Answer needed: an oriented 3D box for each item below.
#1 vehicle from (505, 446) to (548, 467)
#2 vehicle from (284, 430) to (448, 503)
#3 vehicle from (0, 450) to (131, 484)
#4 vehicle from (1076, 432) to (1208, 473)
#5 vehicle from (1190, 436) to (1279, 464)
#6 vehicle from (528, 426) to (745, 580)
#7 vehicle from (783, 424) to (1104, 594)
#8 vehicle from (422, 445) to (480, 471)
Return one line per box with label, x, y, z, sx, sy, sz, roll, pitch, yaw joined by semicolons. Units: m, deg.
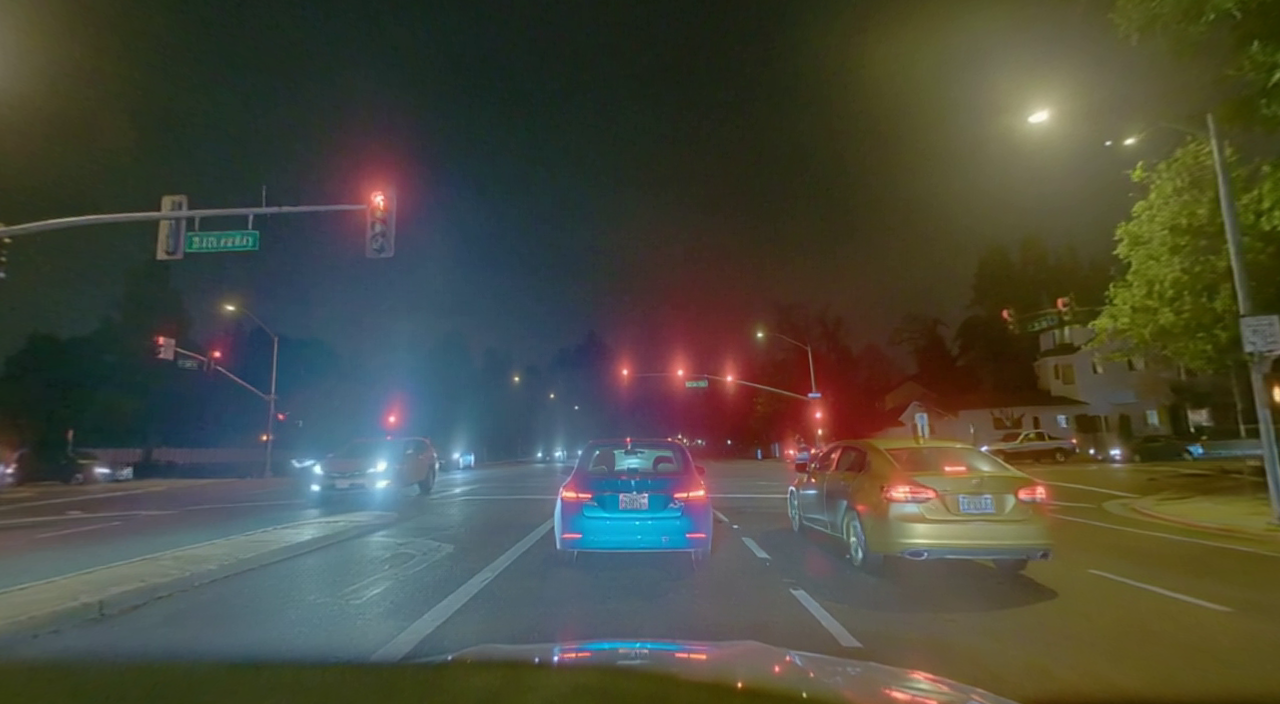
vehicle;-7.570;6.986;42.468;2.040;1.374;4.150;0;-8;1
vehicle;-7.486;3.188;18.038;2.383;1.779;4.973;0;-8;1
vehicle;-28.161;5.614;31.055;4.538;1.591;1.949;0;-8;1
vehicle;23.993;4.790;30.314;4.520;1.762;2.005;-1;-8;-1
vehicle;32.404;5.203;33.625;4.489;1.432;1.790;0;-9;0
vehicle;-0.051;1.778;8.264;2.103;1.478;4.073;0;-8;-1
vehicle;3.183;1.712;7.757;1.913;1.505;4.097;0;-8;0
vehicle;-11.373;6.385;38.307;2.125;1.476;4.385;-1;-8;1
